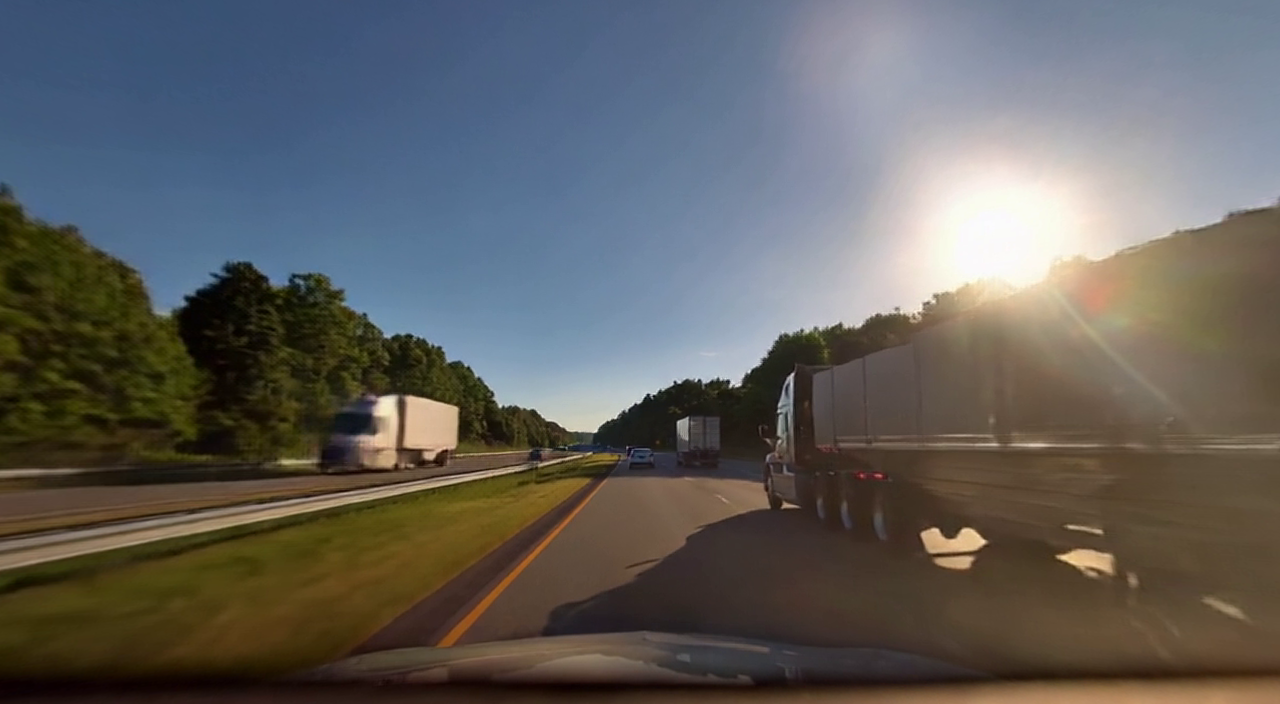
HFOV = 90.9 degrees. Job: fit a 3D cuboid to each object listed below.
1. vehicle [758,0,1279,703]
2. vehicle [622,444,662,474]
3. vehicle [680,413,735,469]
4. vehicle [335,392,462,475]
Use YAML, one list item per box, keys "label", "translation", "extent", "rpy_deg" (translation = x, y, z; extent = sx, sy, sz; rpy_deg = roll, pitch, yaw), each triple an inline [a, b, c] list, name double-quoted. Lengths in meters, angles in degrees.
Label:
- label: "vehicle"
  translation: [3.771, -0.074, 4.177]
  extent: [2.883, 4.057, 14.579]
  rpy_deg: [0, -9, -1]
- label: "vehicle"
  translation: [0.078, 5.754, 34.066]
  extent: [2.051, 1.513, 4.511]
  rpy_deg: [0, -9, -1]
- label: "vehicle"
  translation: [4.184, 5.707, 40.248]
  extent: [2.684, 3.263, 5.865]
  rpy_deg: [0, -9, -2]
- label: "vehicle"
  translation: [-13.116, 4.733, 35.609]
  extent: [2.934, 4.014, 10.387]
  rpy_deg: [0, -9, 0]
